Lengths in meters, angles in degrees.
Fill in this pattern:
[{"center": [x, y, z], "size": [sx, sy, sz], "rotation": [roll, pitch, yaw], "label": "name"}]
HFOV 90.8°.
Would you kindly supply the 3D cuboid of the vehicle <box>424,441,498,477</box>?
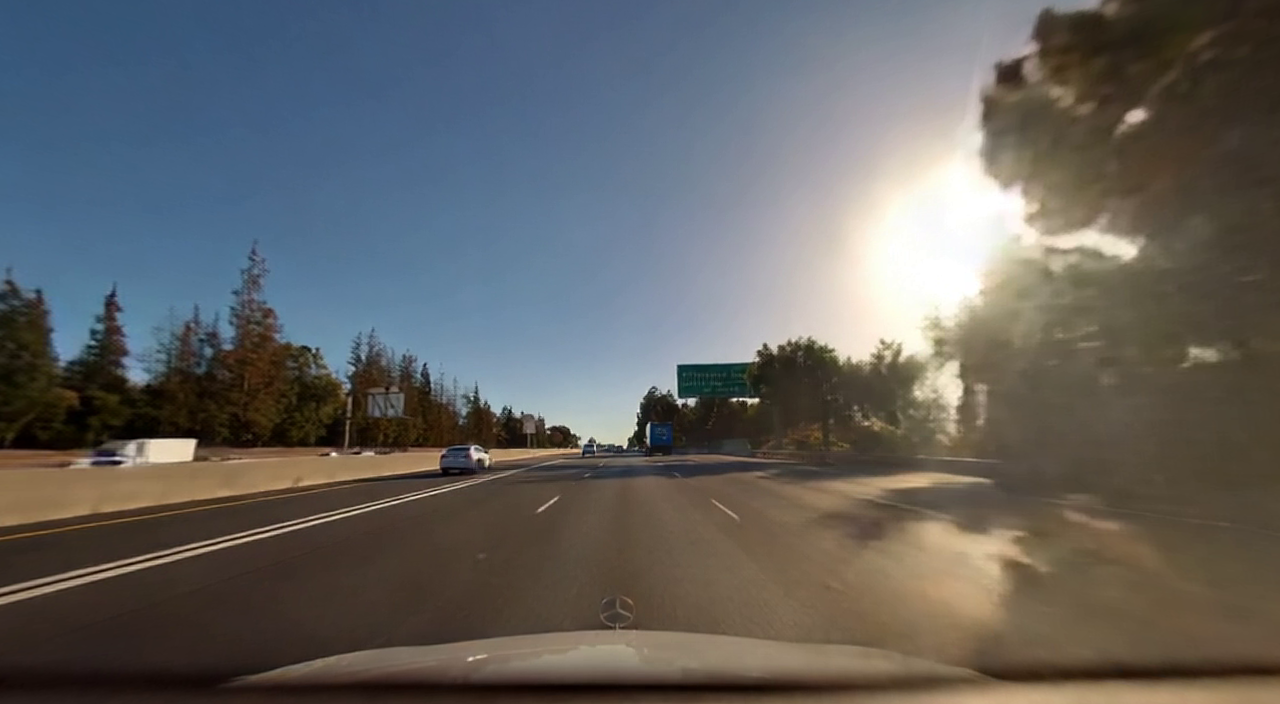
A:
[{"center": [-7.901, 4.758, 28.346], "size": [2.033, 1.494, 4.508], "rotation": [0, -9, 0], "label": "vehicle"}]
